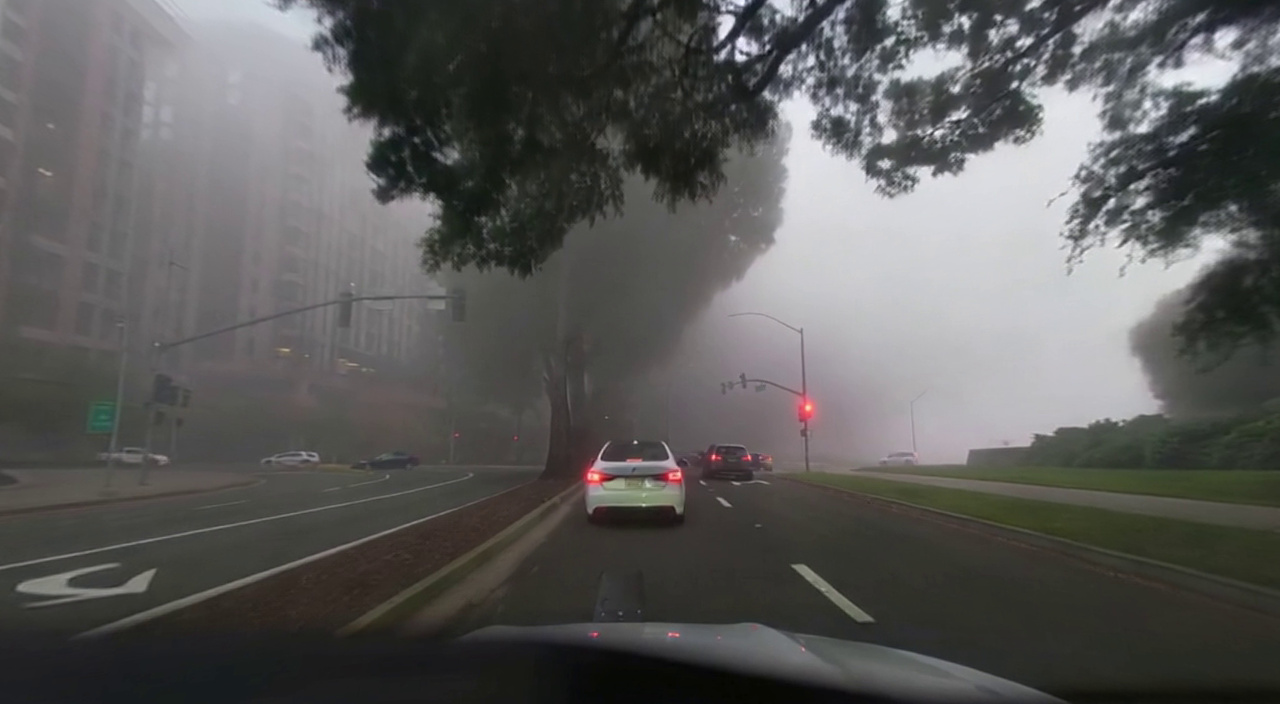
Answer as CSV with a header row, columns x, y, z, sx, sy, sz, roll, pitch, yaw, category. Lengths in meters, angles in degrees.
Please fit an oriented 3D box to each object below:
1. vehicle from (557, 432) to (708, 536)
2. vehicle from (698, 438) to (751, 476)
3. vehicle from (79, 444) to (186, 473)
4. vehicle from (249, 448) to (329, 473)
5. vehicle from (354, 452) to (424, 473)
x,y,z,sx,sy,sz,roll,pitch,yaw,category
-0.072,2.230,11.310,2.173,1.479,4.264,0,-9,1,vehicle
4.362,5.523,33.467,2.092,1.851,4.913,0,-9,0,vehicle
-32.439,6.806,40.537,4.877,1.754,1.978,2,-9,-11,vehicle
-25.305,7.814,45.736,4.575,1.718,2.008,2,-9,-11,vehicle
-18.689,8.216,47.211,4.548,1.449,1.802,2,-9,-12,vehicle
